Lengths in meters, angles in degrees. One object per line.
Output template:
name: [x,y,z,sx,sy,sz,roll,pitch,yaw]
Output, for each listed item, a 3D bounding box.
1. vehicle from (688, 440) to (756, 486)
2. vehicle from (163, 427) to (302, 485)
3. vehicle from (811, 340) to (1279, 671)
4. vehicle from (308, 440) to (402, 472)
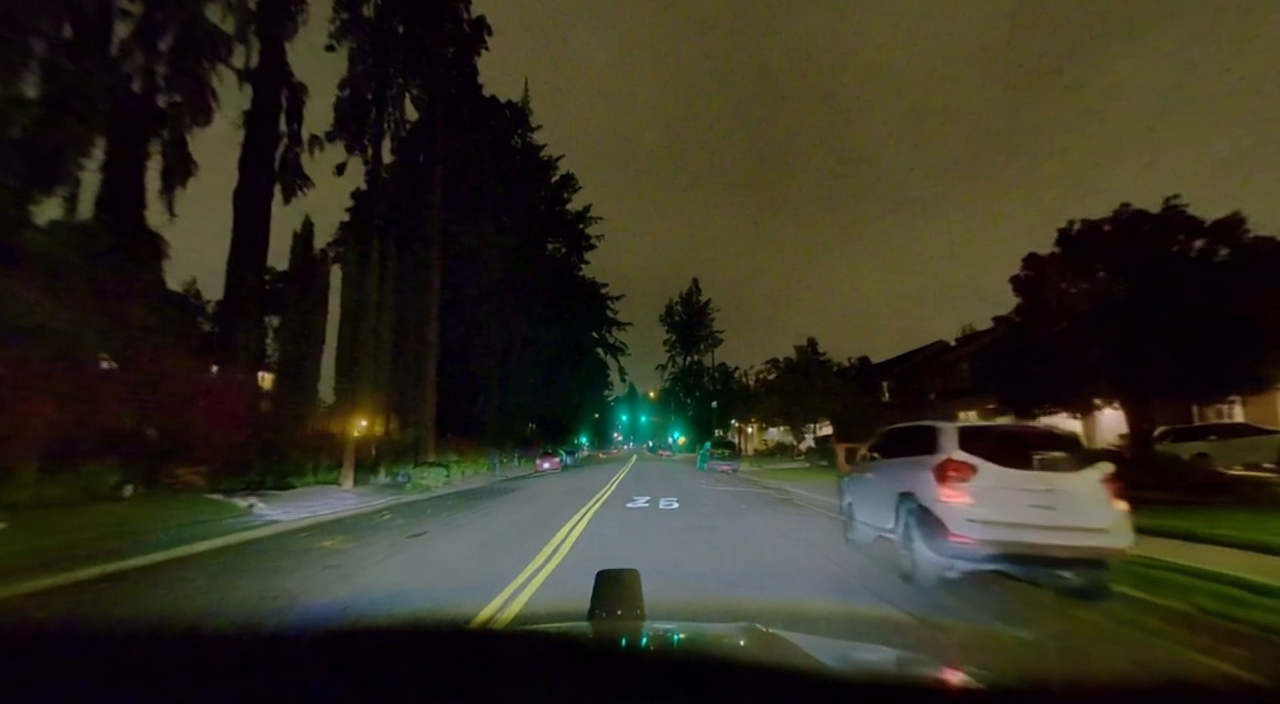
vehicle: [3.077,4.263,24.732,1.988,1.618,4.567,0,-8,-1]
vehicle: [-14.469,3.710,22.827,1.933,1.837,4.670,-2,-8,-1]
vehicle: [3.082,1.098,5.526,2.007,1.702,4.430,0,-8,1]
vehicle: [-16.227,5.936,36.139,4.331,1.738,2.067,0,-9,1]
